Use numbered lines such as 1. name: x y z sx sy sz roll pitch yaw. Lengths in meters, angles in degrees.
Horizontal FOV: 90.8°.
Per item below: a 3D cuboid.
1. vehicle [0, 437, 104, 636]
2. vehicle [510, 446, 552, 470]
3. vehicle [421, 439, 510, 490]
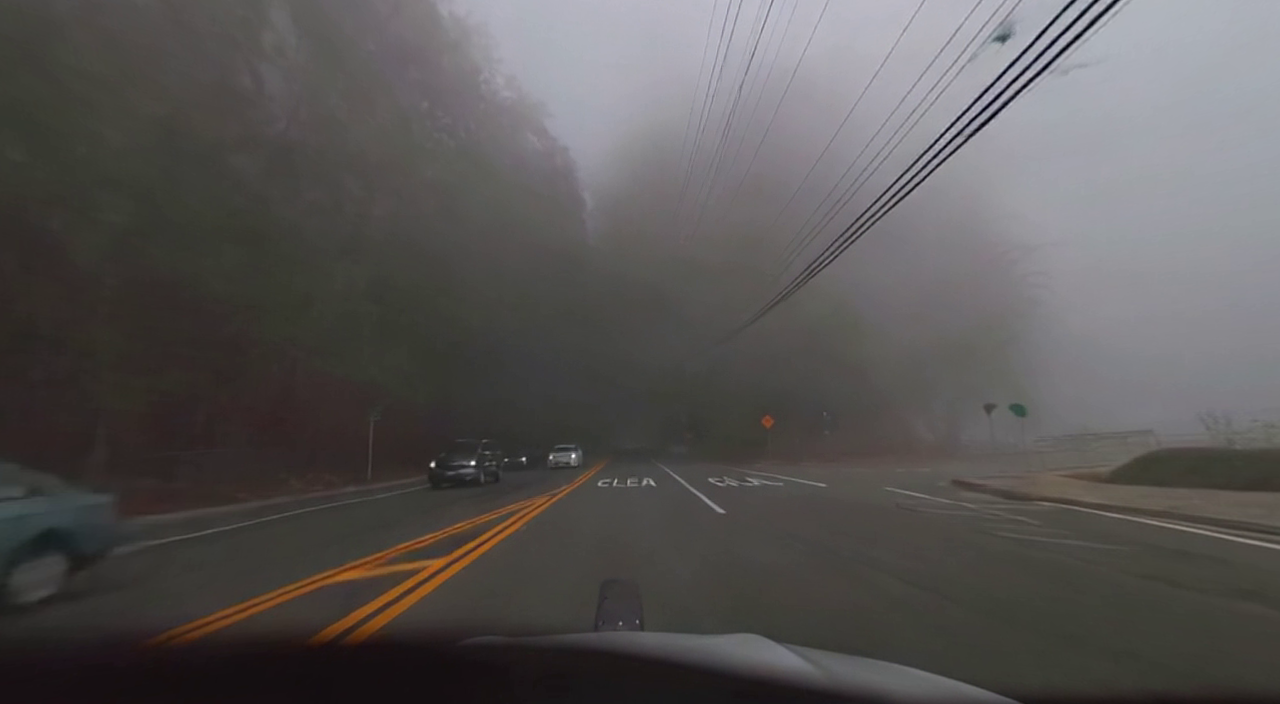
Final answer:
1. vehicle: -5.789 1.171 3.317 2.043 1.484 4.532 0 -9 -2
2. vehicle: -7.237 7.058 42.348 2.056 1.516 4.386 0 -9 0
3. vehicle: -6.396 4.169 23.800 2.157 1.711 4.460 0 -9 -1
